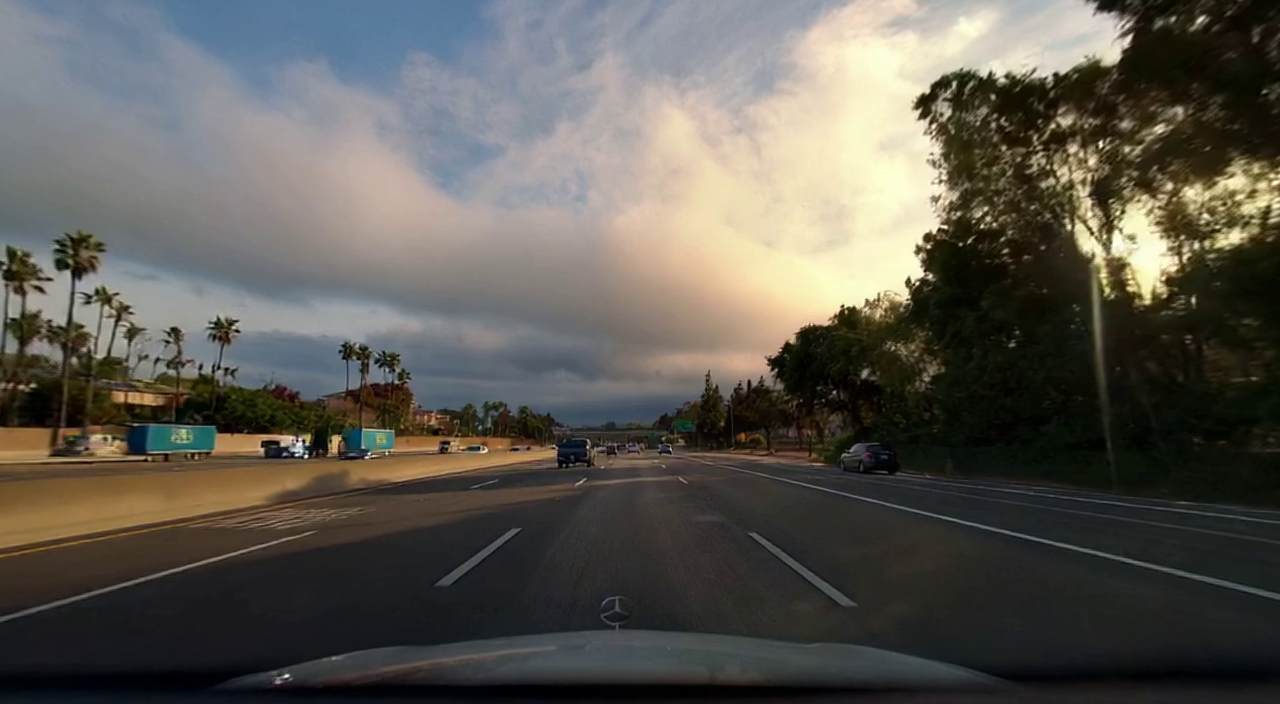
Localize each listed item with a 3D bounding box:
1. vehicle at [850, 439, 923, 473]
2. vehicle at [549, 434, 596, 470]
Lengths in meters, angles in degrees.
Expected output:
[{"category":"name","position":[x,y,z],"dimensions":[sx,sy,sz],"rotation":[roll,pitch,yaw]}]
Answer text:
[{"category":"vehicle","position":[14.131,5.985,36.525],"dimensions":[2.168,1.792,4.457],"rotation":[1,-9,-4]},{"category":"vehicle","position":[-3.907,5.894,37.304],"dimensions":[2.225,1.967,4.673],"rotation":[0,-9,0]}]
